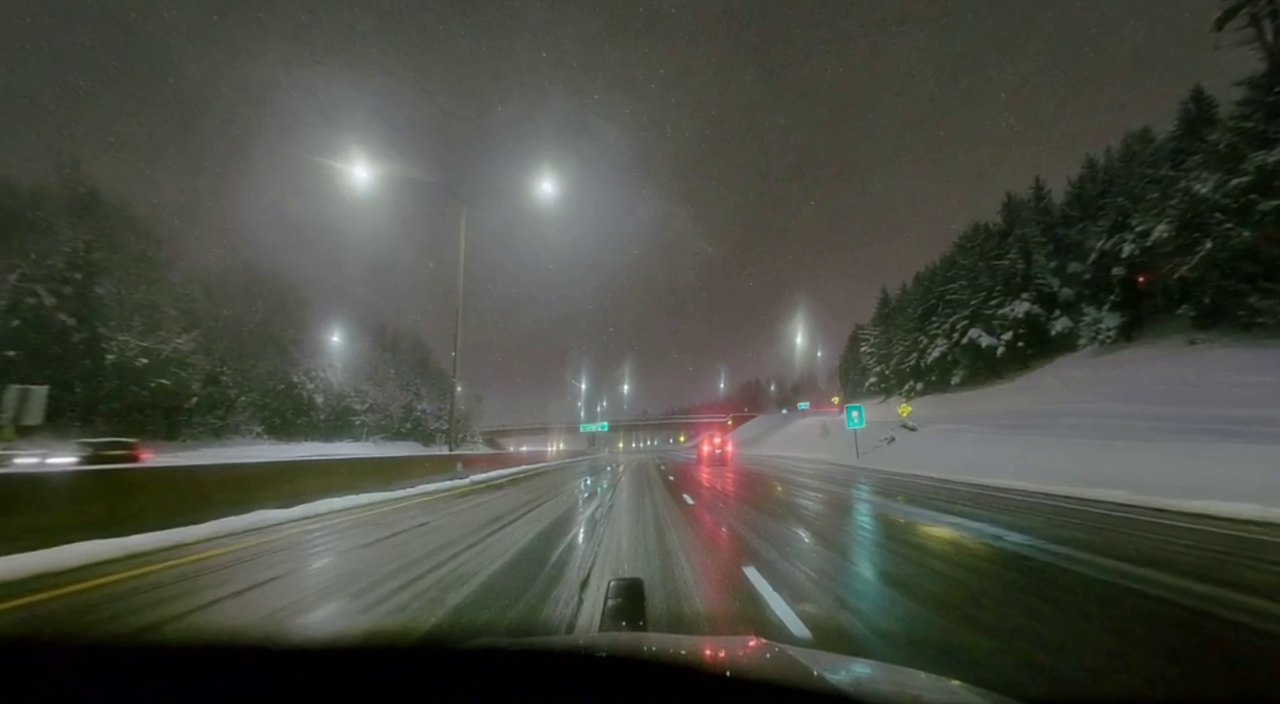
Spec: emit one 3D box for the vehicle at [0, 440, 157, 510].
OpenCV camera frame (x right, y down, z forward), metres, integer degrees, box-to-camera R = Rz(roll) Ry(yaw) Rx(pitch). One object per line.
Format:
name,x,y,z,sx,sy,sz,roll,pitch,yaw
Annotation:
vehicle,-14.904,2.963,15.613,1.938,1.498,4.851,0,-8,2

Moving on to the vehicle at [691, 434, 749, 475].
vehicle,3.554,4.656,28.868,2.039,1.701,4.834,0,-8,0
